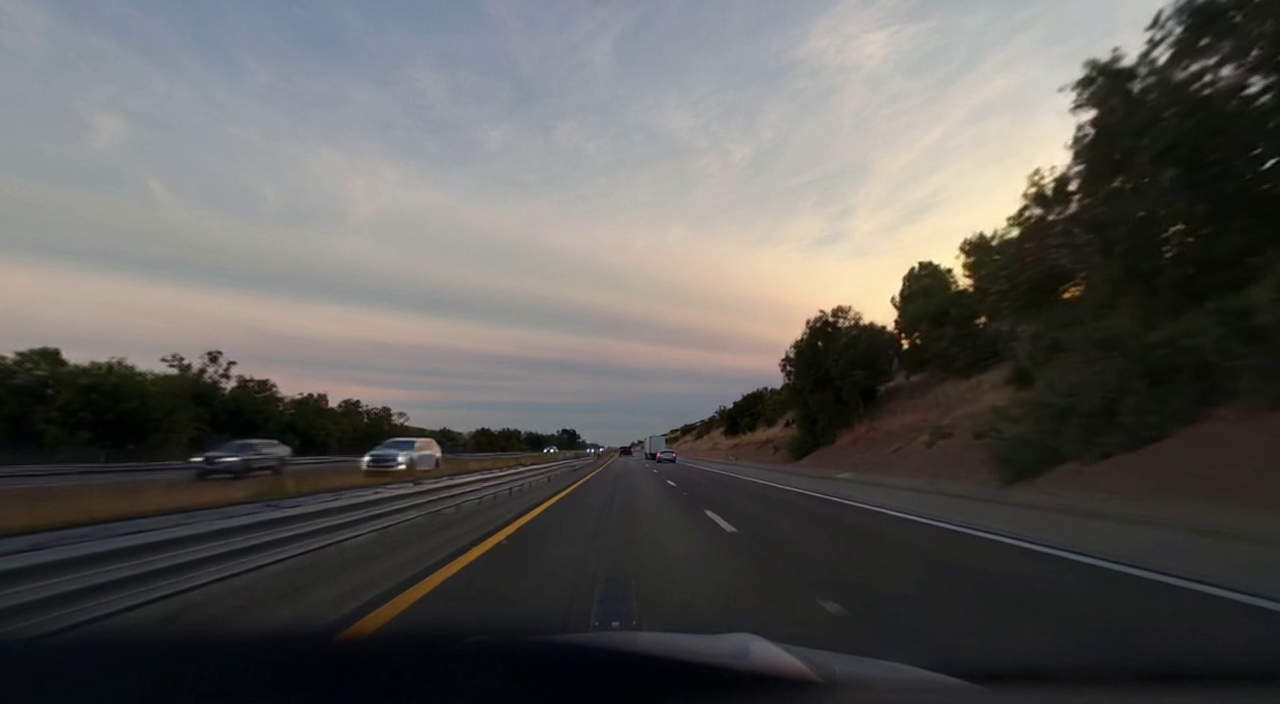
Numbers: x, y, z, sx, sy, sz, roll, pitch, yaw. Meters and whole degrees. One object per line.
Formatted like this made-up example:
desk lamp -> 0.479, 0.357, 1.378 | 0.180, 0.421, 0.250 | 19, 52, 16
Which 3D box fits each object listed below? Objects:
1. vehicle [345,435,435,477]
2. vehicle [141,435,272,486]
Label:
vehicle -> -10.162, 4.256, 25.963 | 1.985, 1.548, 4.327 | 0, -9, -1
vehicle -> -13.843, 3.484, 20.352 | 1.752, 1.472, 3.546 | 0, -9, -2
